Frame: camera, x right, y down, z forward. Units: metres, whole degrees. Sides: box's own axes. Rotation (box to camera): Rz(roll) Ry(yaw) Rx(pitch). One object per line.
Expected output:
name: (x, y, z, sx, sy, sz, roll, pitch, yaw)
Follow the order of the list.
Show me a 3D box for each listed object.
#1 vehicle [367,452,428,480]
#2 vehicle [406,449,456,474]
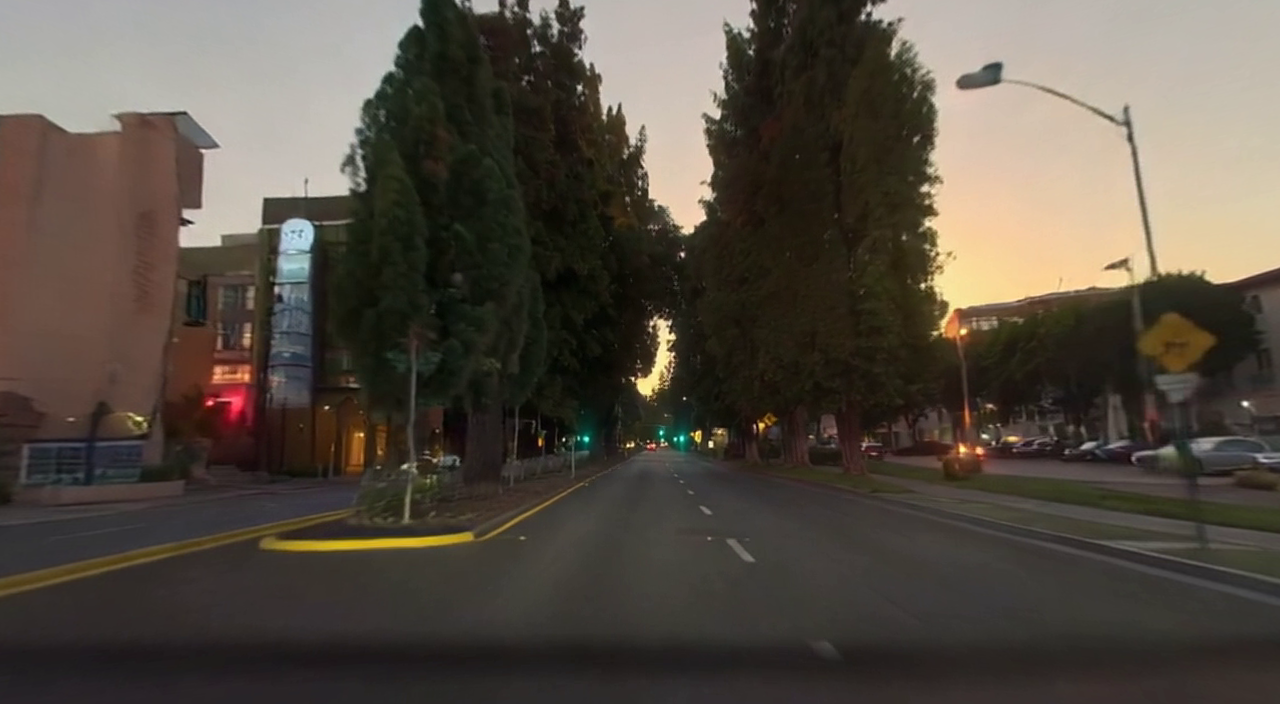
vehicle: (-13.949, 6.568, 36.541, 1.835, 1.434, 4.325, 0, -8, 0)
vehicle: (-13.864, 7.283, 42.087, 1.816, 1.567, 3.957, -1, -8, 3)
